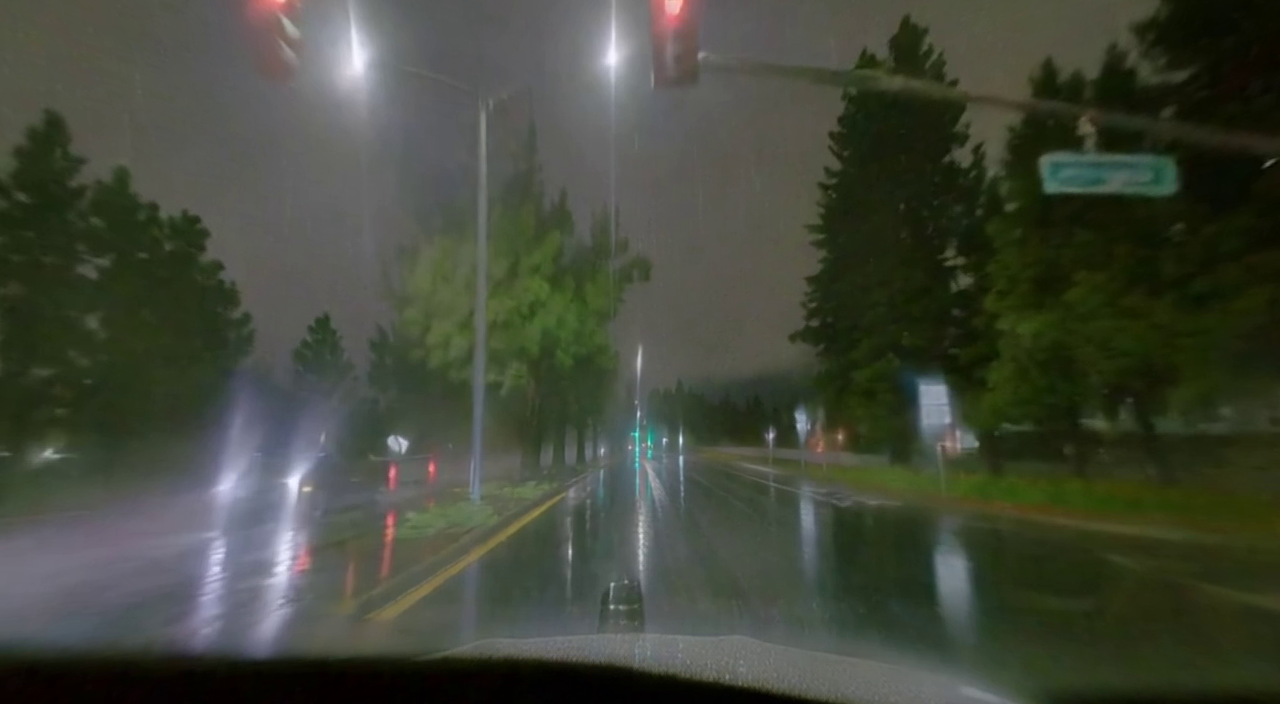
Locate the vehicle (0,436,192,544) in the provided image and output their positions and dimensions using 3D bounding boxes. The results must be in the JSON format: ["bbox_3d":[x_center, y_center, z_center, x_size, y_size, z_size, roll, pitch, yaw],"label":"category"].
[{"bbox_3d":[-12.041,2.696,13.080,2.208,1.821,4.552,0,-8,-1],"label":"vehicle"}]

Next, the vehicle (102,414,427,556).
[{"bbox_3d":[-5.986,2.206,11.464,2.084,1.823,6.226,-1,-8,0],"label":"vehicle"}]
